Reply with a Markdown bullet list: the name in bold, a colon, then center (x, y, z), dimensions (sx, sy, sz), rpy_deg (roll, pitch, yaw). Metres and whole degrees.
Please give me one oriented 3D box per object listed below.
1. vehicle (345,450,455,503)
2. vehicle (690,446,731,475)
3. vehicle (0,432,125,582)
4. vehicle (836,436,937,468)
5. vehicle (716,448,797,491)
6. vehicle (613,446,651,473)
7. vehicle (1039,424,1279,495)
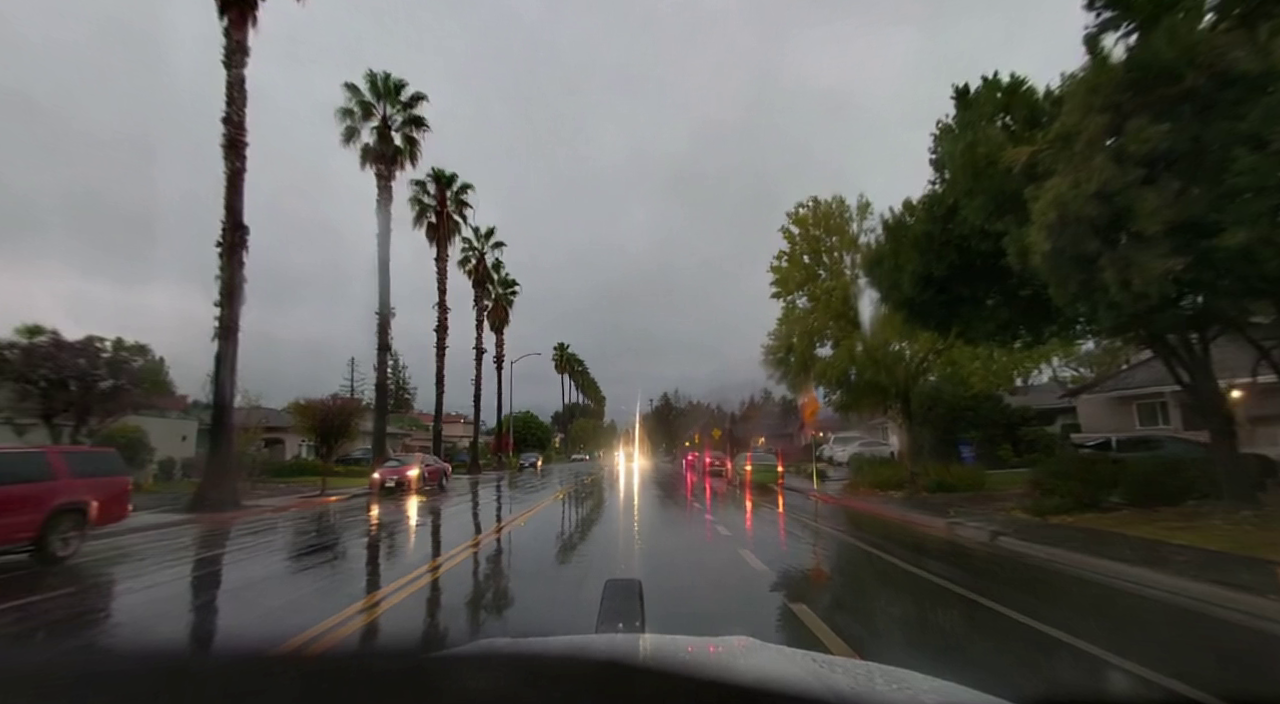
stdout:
- **vehicle**: center (-9.095, 4.718, 24.560), dimensions (2.181, 1.527, 5.441), rpy_deg (-2, -7, 0)
- **vehicle**: center (4.267, 6.676, 39.175), dimensions (2.017, 1.646, 5.389), rpy_deg (0, -9, 1)
- **vehicle**: center (-8.869, 1.912, 7.336), dimensions (2.061, 1.783, 4.631), rpy_deg (-2, -6, -3)
- **vehicle**: center (12.539, 5.100, 32.312), dimensions (4.288, 1.539, 1.934), rpy_deg (0, -9, -2)
- **vehicle**: center (4.402, 4.524, 24.782), dimensions (2.033, 1.495, 5.175), rpy_deg (0, -9, -2)
- **vehicle**: center (-0.473, 6.354, 37.507), dimensions (2.098, 1.483, 4.099), rpy_deg (0, -9, -1)
- **vehicle**: center (12.273, 2.537, 15.062), dimensions (4.169, 1.567, 1.852), rpy_deg (0, -9, 3)
